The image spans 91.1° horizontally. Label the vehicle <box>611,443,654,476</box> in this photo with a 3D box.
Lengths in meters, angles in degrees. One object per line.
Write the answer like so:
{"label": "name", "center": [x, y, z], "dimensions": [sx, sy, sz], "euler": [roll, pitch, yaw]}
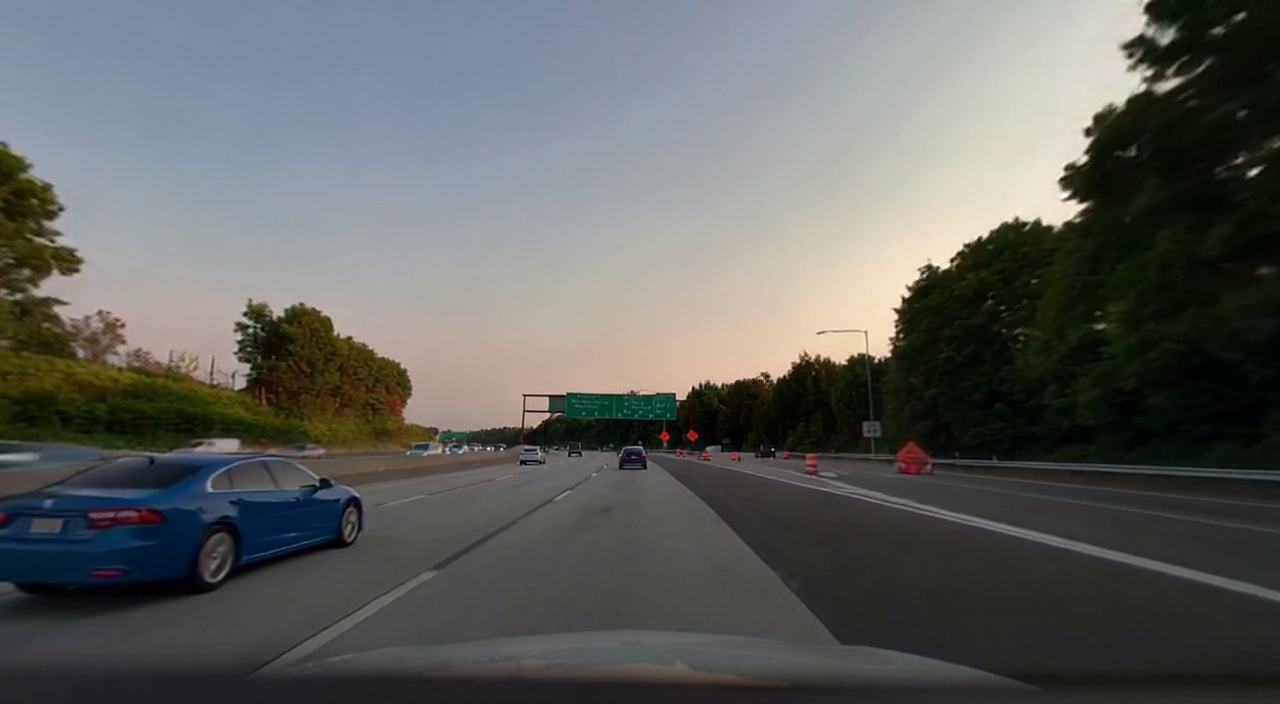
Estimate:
{"label": "vehicle", "center": [-0.372, 5.172, 30.630], "dimensions": [1.963, 1.462, 4.681], "euler": [0, -8, -1]}

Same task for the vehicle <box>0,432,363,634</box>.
{"label": "vehicle", "center": [-4.997, 1.612, 6.715], "dimensions": [2.001, 1.415, 4.360], "euler": [0, -8, 1]}

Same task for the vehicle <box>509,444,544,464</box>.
{"label": "vehicle", "center": [-8.776, 7.934, 49.040], "dimensions": [1.946, 1.472, 4.472], "euler": [0, -8, -1]}
